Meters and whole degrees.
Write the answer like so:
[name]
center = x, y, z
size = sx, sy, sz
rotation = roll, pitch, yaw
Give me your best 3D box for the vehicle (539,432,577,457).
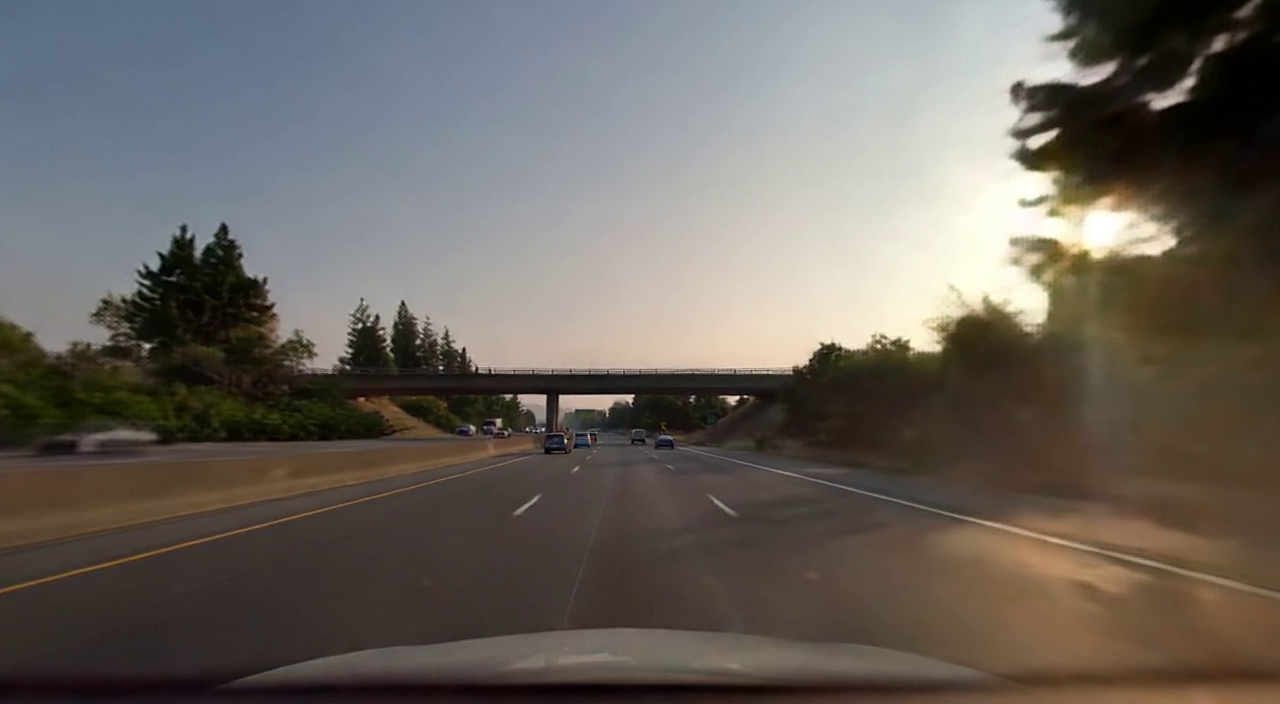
[vehicle]
center = -4.941, 5.629, 38.380
size = 1.966, 1.460, 3.519
rotation = 0, -8, -2
